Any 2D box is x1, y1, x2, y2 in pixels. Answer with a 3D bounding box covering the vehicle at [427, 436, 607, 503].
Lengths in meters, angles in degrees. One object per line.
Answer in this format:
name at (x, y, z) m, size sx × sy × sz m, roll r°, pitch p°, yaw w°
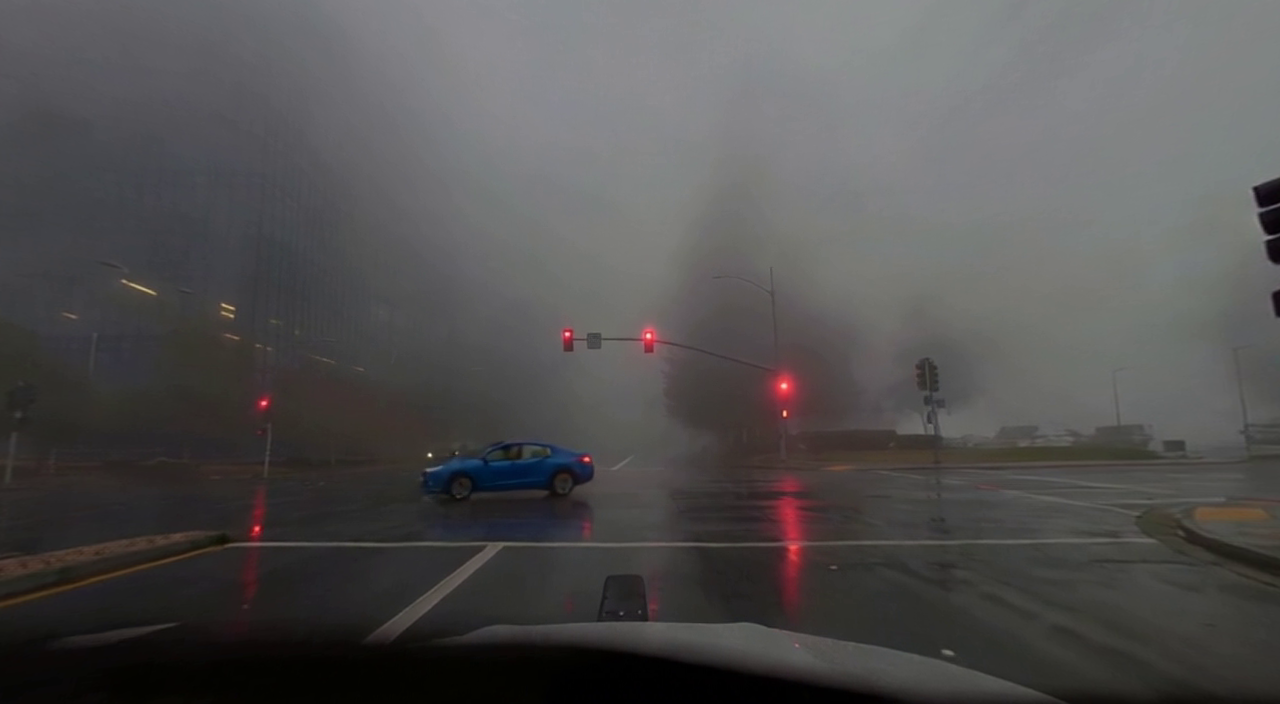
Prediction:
vehicle at (-3.248, 3.083, 16.881) m, size 4.218 × 1.572 × 2.065 m, roll 5°, pitch -10°, yaw -31°
